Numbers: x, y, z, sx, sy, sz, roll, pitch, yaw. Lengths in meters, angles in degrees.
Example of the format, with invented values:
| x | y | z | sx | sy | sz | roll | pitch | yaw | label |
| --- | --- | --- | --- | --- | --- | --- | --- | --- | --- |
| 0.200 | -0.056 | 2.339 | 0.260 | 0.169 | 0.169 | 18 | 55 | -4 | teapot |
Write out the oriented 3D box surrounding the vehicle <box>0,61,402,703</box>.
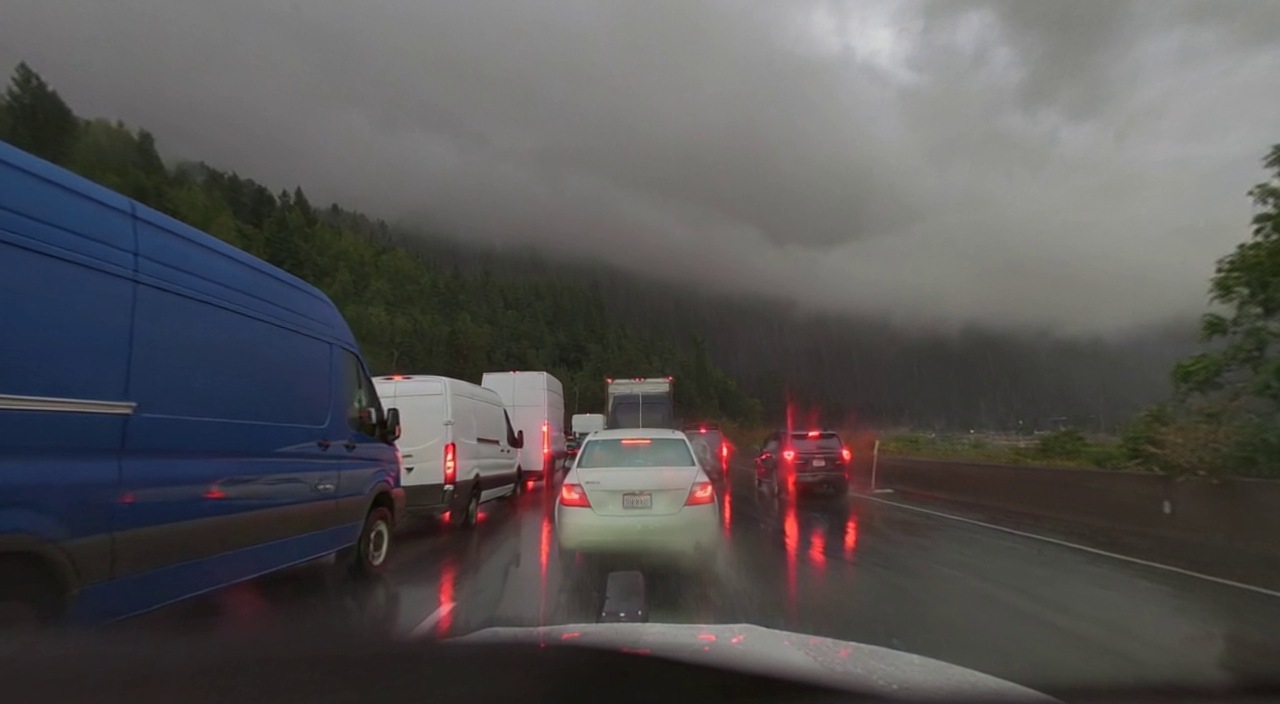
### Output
| x | y | z | sx | sy | sz | roll | pitch | yaw | label |
| --- | --- | --- | --- | --- | --- | --- | --- | --- | --- |
| -4.036 | 0.429 | 4.494 | 2.254 | 2.879 | 6.656 | 0 | -9 | -2 | vehicle |

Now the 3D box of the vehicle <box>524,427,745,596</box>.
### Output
| x | y | z | sx | sy | sz | roll | pitch | yaw | label |
| --- | --- | --- | --- | --- | --- | --- | --- | --- | --- |
| -0.094 | 1.710 | 7.478 | 1.995 | 1.495 | 3.380 | 0 | -9 | -1 | vehicle |

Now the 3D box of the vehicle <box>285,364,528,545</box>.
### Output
| x | y | z | sx | sy | sz | roll | pitch | yaw | label |
| --- | --- | --- | --- | --- | --- | --- | --- | --- | --- |
| -4.038 | 2.021 | 12.768 | 2.349 | 2.643 | 6.807 | 0 | -9 | -1 | vehicle |
